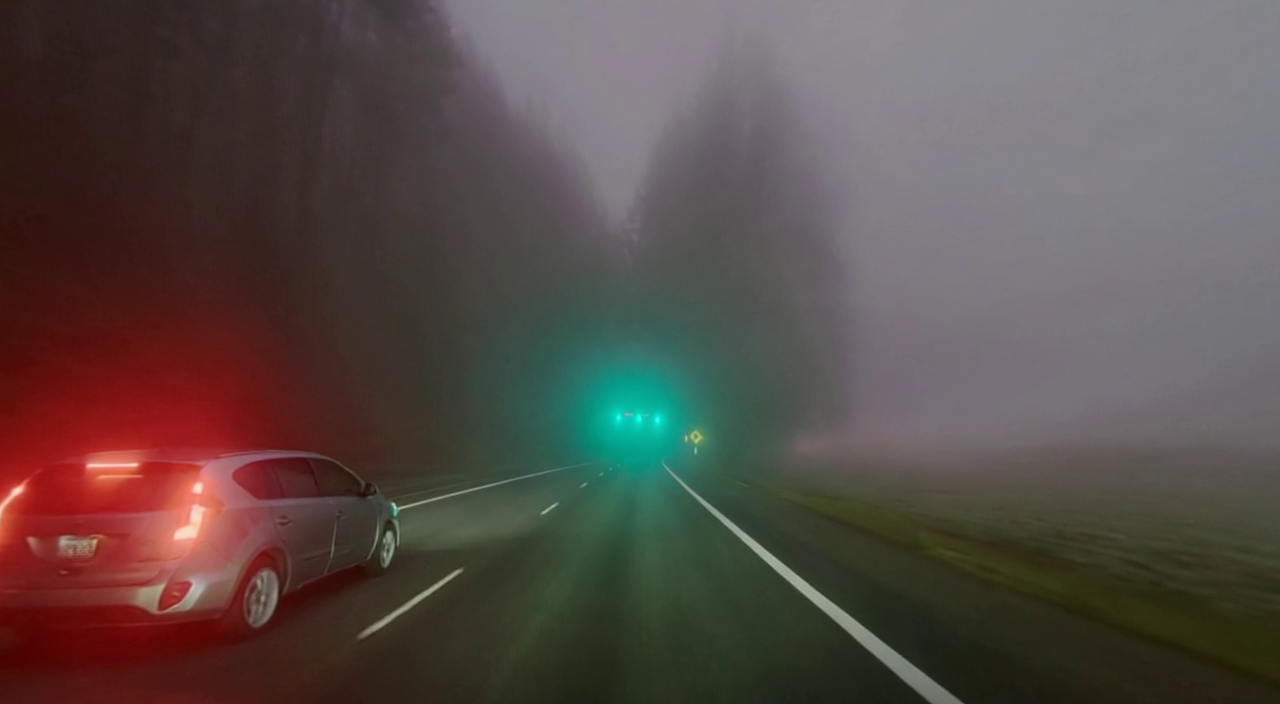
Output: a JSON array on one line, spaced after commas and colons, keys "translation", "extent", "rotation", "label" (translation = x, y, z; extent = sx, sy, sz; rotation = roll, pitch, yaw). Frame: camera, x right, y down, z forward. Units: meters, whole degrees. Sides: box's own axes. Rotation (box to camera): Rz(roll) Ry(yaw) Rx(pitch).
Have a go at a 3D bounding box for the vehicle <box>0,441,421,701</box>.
[{"translation": [-3.706, 1.543, 5.693], "extent": [1.946, 1.437, 4.154], "rotation": [0, -8, 0], "label": "vehicle"}]
